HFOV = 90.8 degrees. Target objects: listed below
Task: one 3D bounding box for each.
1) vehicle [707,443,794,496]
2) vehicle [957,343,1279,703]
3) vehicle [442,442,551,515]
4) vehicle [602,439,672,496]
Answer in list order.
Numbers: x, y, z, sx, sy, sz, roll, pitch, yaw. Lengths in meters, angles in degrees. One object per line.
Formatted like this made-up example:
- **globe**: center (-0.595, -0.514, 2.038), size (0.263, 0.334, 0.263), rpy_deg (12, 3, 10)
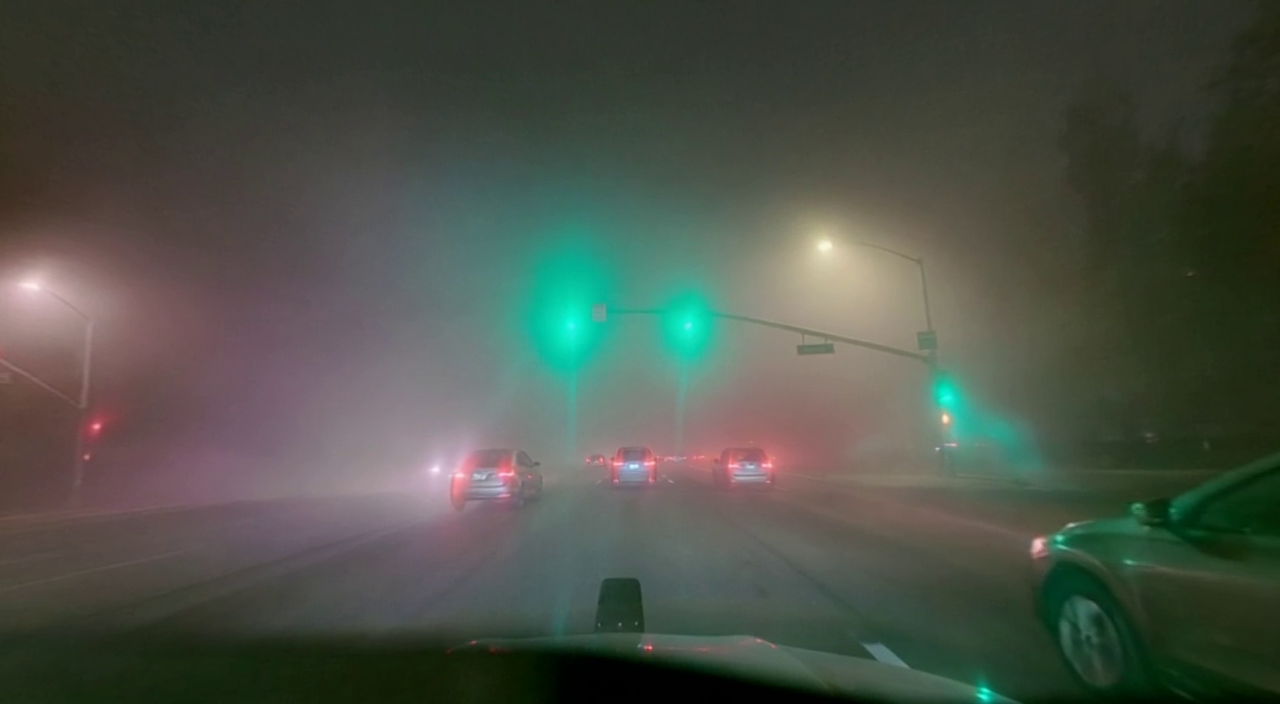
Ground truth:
- **vehicle**: center (3.497, 3.794, 20.843), size (2.068, 1.541, 4.041), rpy_deg (0, -8, -1)
- **vehicle**: center (3.283, 0.763, 2.030), size (2.069, 1.644, 4.714), rpy_deg (-1, -8, 0)
- **vehicle**: center (-3.528, 3.154, 16.311), size (1.823, 1.602, 4.061), rpy_deg (-1, -8, 0)
- **vehicle**: center (-0.088, 3.873, 21.619), size (2.150, 1.725, 4.096), rpy_deg (-1, -8, 0)
